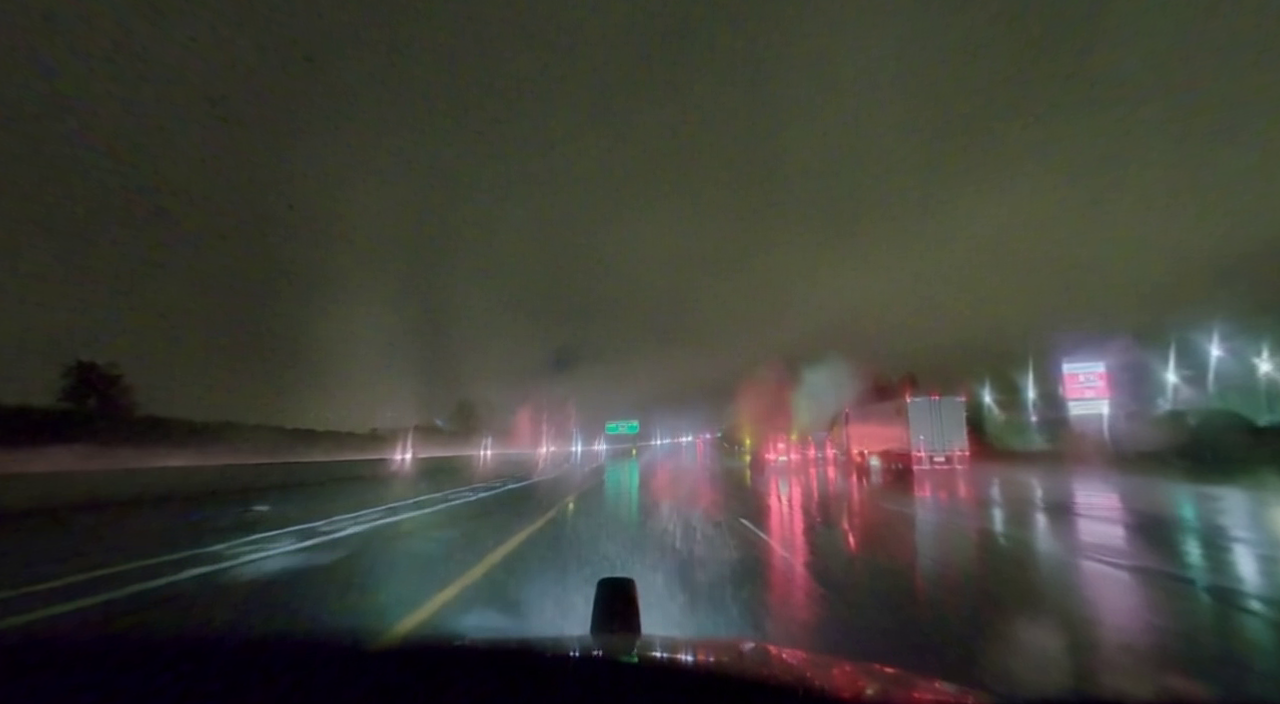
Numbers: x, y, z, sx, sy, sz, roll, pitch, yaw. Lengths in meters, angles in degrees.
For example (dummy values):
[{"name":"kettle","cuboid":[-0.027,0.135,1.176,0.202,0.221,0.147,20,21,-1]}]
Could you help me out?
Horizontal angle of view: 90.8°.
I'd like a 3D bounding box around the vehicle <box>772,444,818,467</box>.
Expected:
[{"name":"vehicle","cuboid":[11.181,7.477,45.828,2.229,1.599,4.253,0,-8,0]}]
